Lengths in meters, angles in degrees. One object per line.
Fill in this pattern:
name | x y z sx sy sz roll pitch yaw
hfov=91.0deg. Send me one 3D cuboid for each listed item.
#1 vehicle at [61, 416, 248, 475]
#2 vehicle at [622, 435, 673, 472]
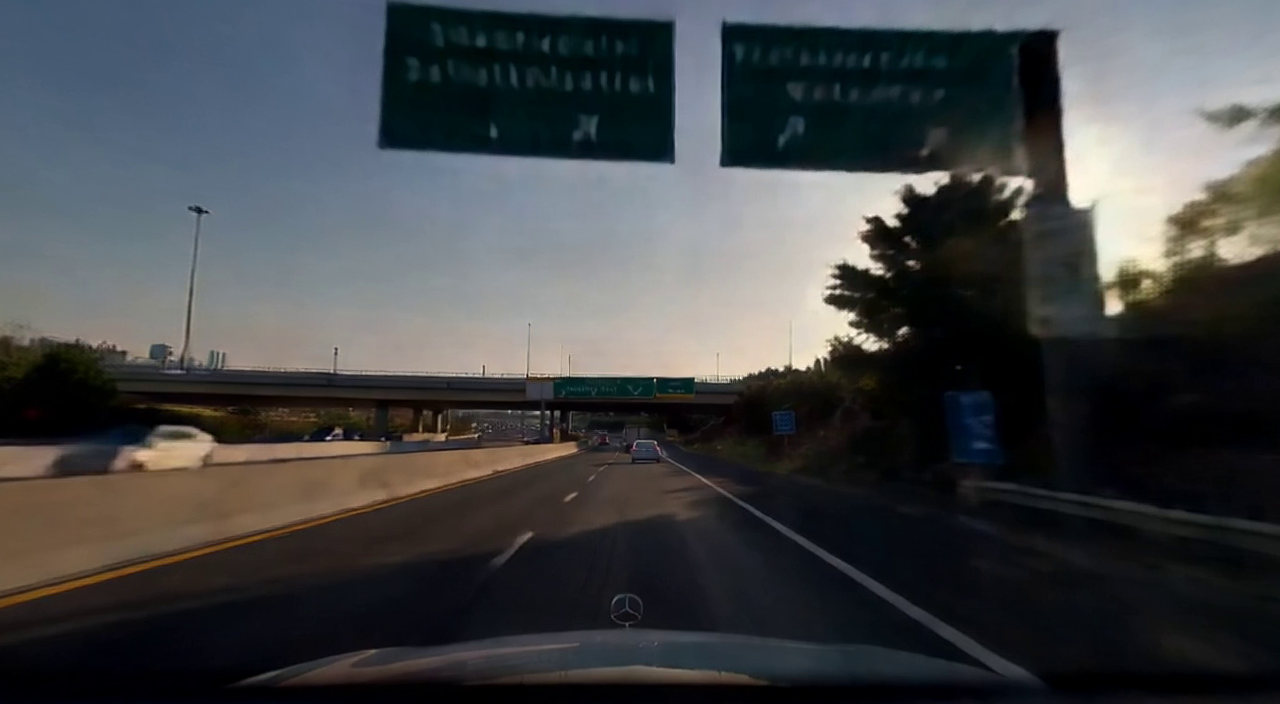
vehicle | -14.411 2.822 19.112 1.880 1.535 4.651 0 -8 1
vehicle | 0.324 4.519 28.260 2.130 1.512 4.057 0 -8 0
